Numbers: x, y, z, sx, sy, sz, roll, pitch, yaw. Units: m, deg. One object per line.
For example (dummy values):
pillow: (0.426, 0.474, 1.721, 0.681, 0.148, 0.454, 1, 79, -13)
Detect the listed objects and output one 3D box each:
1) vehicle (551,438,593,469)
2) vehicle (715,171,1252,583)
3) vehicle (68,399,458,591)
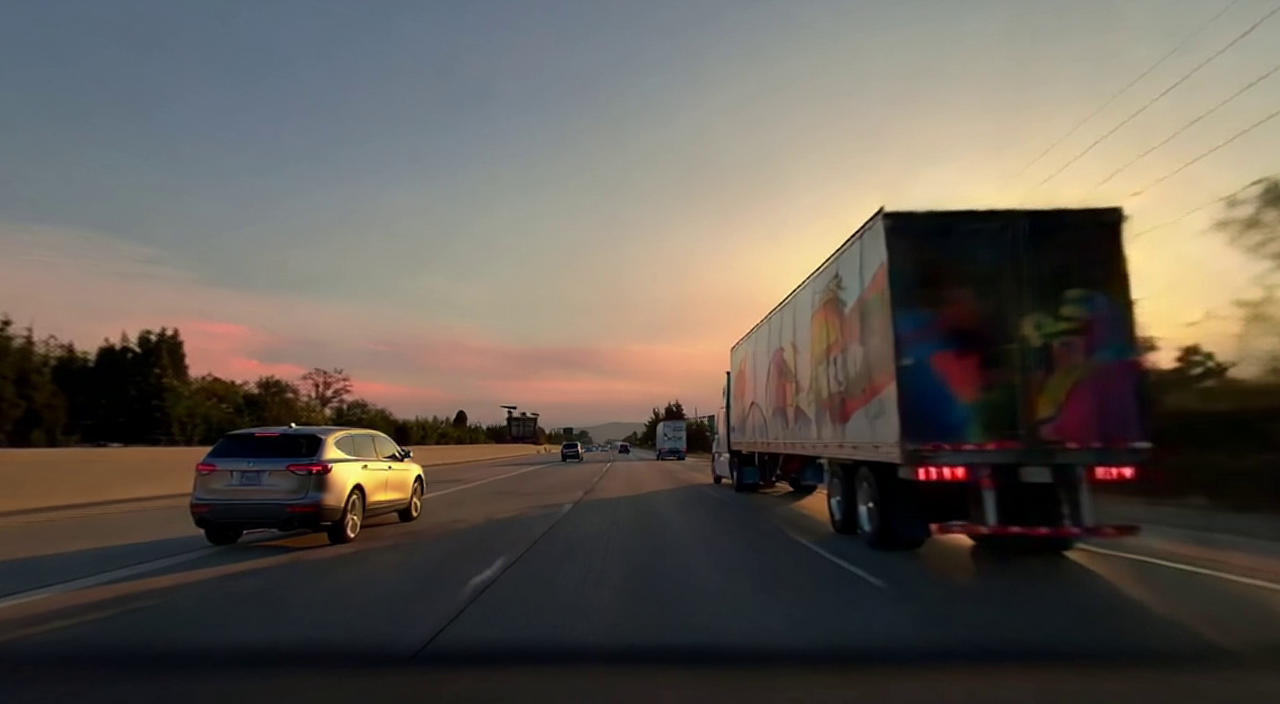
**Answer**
vehicle: (-4.039, 6.142, 38.182, 2.139, 1.716, 4.530, 0, -9, -1)
vehicle: (4.067, 1.201, 13.025, 2.933, 4.016, 13.949, 0, -9, -1)
vehicle: (-4.164, 1.676, 8.198, 2.202, 1.760, 4.617, 0, -9, 0)
